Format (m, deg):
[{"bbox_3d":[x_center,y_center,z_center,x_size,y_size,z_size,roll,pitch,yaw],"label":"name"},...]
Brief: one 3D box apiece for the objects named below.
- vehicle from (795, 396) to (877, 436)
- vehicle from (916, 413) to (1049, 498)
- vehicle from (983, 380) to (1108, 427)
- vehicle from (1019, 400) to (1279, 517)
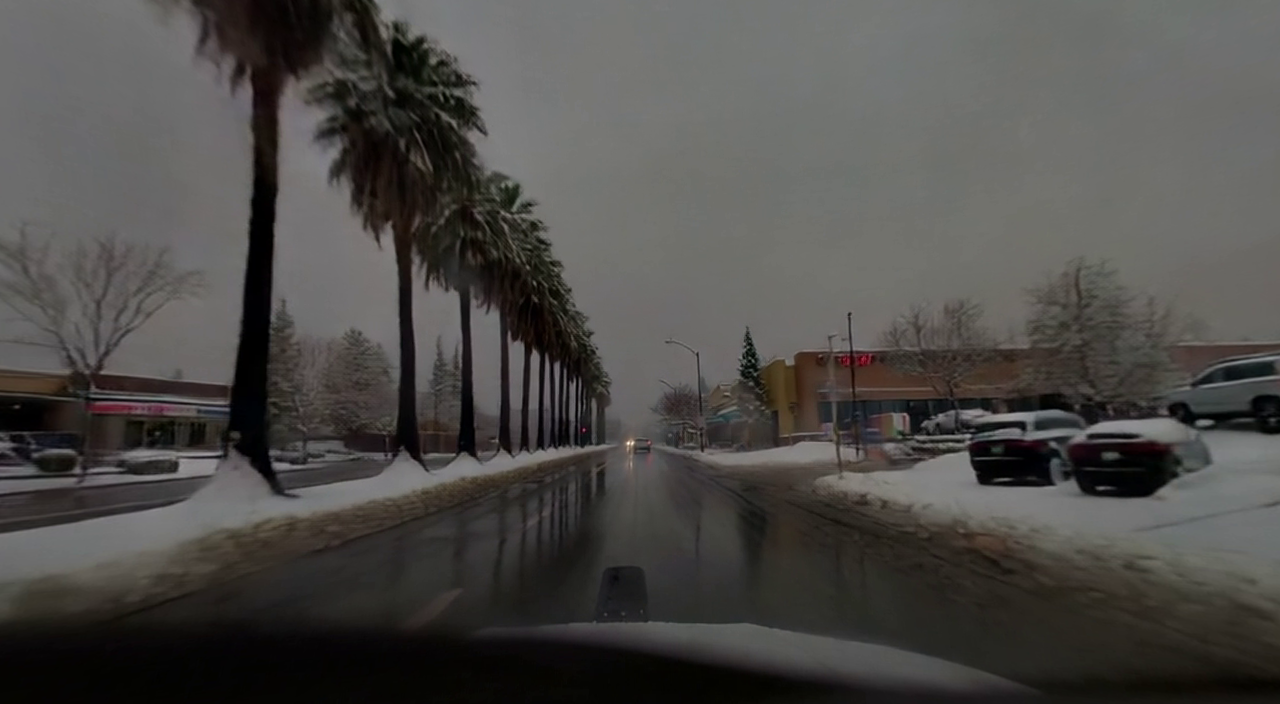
[{"bbox_3d":[11.683,3.864,37.231,5.186,2.000,2.226,9,-13,-41],"label":"vehicle"},{"bbox_3d":[9.468,3.099,17.853,1.917,1.876,4.629,-6,-15,12],"label":"vehicle"},{"bbox_3d":[22.370,2.922,34.803,5.257,1.921,2.104,-13,-15,42],"label":"vehicle"},{"bbox_3d":[9.447,2.020,11.956,1.655,1.820,3.969,0,-10,-5],"label":"vehicle"}]
